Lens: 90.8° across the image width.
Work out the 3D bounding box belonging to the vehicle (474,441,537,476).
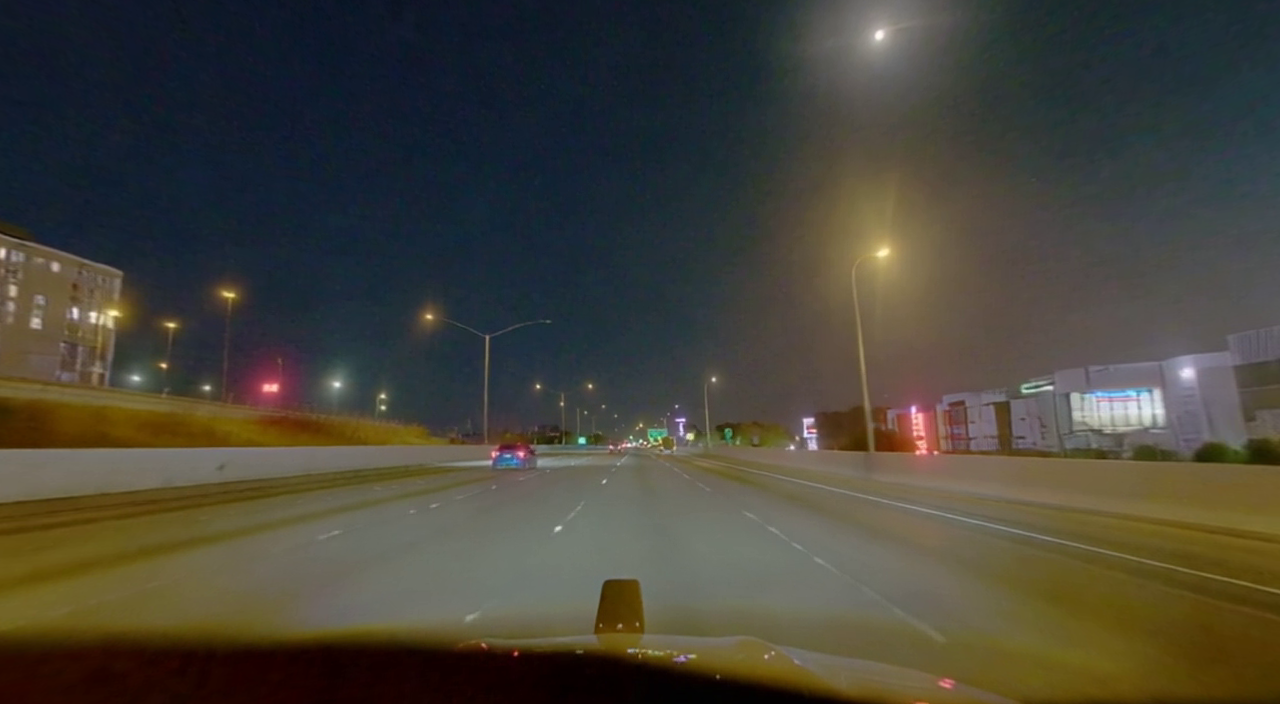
[{"bbox_3d":[-6.219,4.963,29.734,1.990,1.529,4.288,0,-8,0],"label":"vehicle"}]
